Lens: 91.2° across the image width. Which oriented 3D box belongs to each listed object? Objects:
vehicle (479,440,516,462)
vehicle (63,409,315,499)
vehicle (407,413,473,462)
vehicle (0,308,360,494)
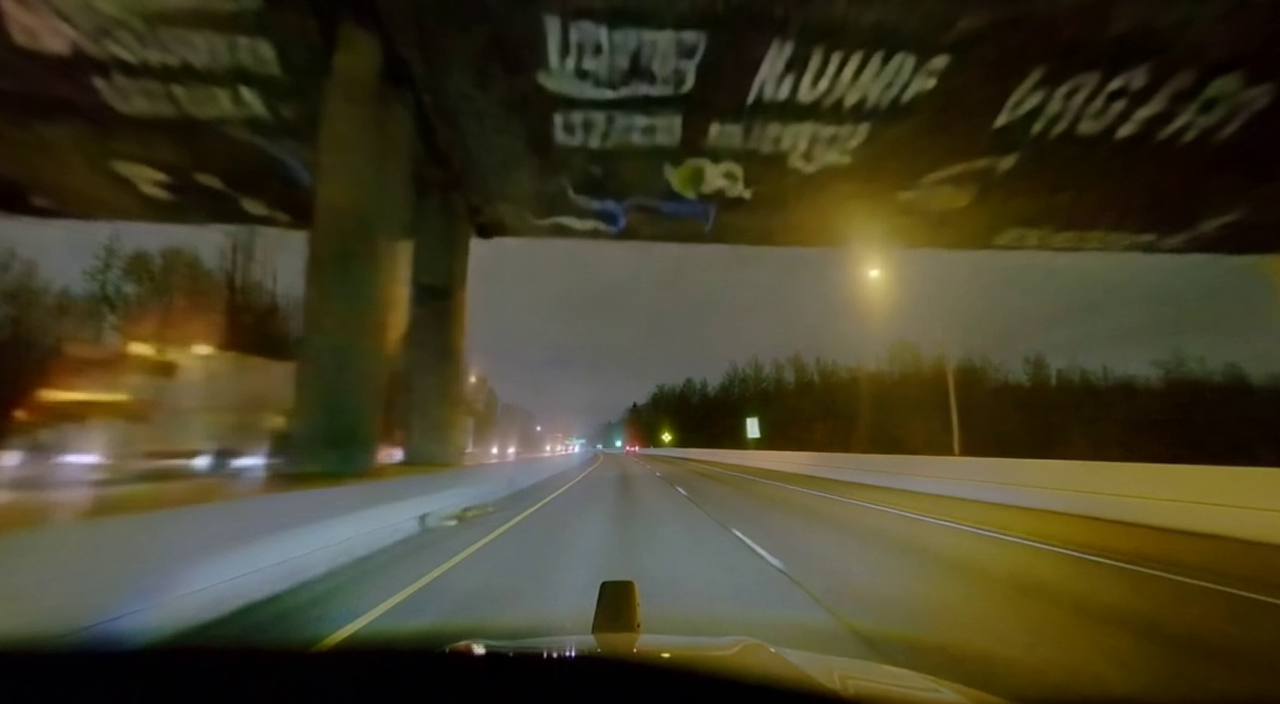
[{"bbox_3d":[-10.316,7.223,45.607,1.857,1.490,4.145,0,-9,-2],"label":"vehicle"},{"bbox_3d":[-9.346,2.196,13.657,2.046,1.609,4.642,0,-9,-1],"label":"vehicle"},{"bbox_3d":[-15.180,6.658,48.205,2.751,3.441,7.312,0,-9,-2],"label":"vehicle"},{"bbox_3d":[-13.728,2.115,20.688,2.885,4.088,13.949,0,-9,-2],"label":"vehicle"}]
